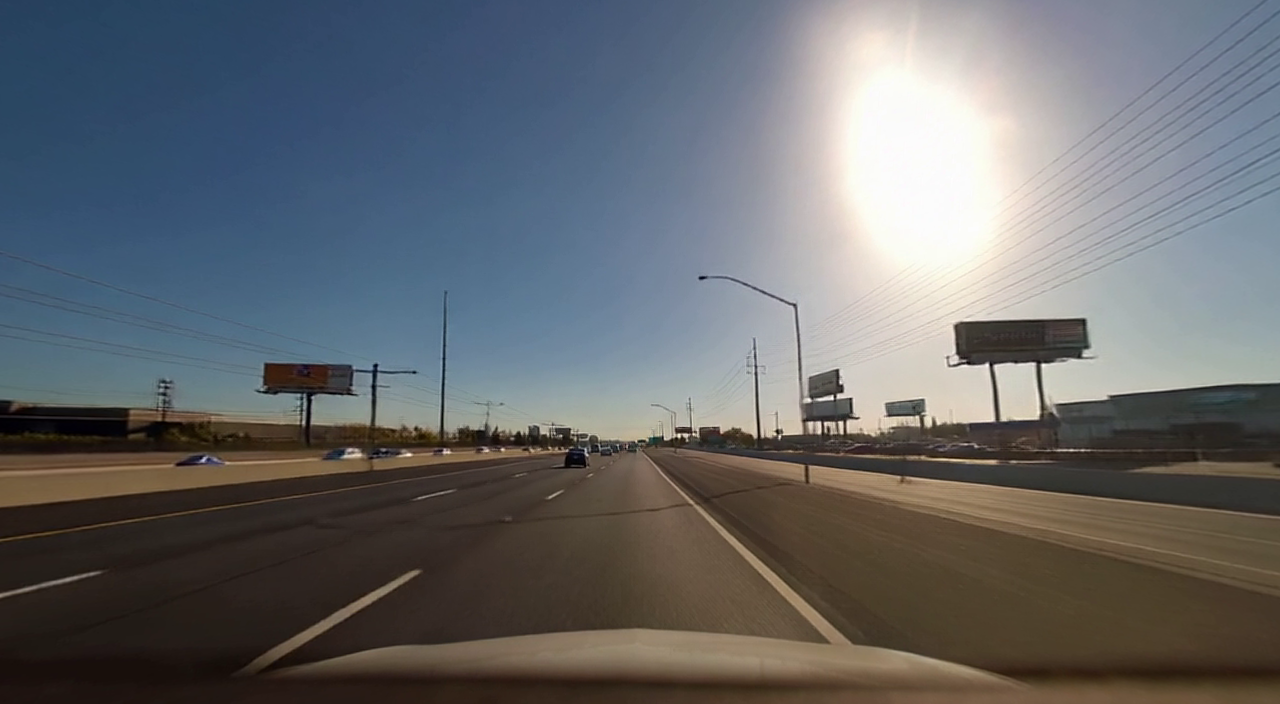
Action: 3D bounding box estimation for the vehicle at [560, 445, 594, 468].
[{"bbox_3d":[-4.247,7.148,43.261,1.940,1.479,4.545,0,-9,0],"label":"vehicle"}]
